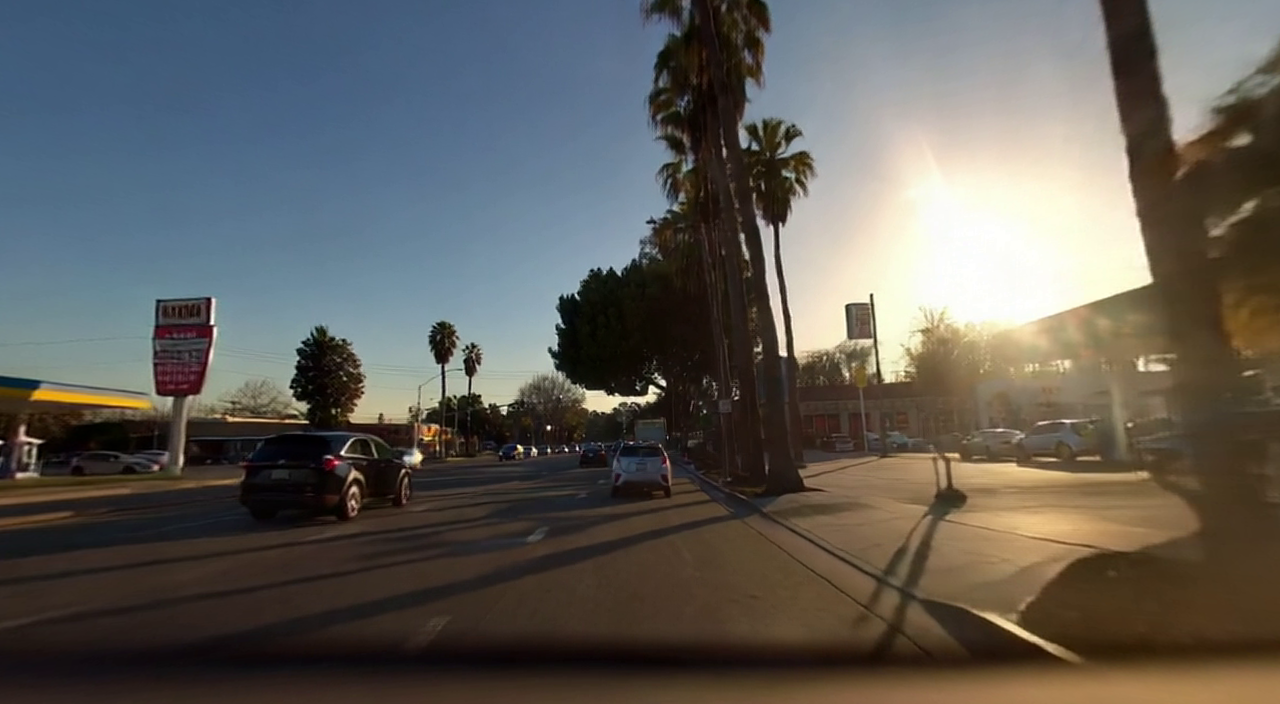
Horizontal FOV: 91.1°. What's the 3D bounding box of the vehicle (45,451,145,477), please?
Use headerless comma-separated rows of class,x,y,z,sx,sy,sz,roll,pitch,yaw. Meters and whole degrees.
vehicle,-32.563,6.665,37.661,4.056,1.453,1.865,5,-10,-27

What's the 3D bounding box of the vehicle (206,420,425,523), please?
vehicle,-6.252,2.357,12.855,2.057,1.705,4.394,0,-9,1

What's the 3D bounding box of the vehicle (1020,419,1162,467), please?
vehicle,17.044,3.485,24.064,2.009,1.630,4.436,0,-8,-2

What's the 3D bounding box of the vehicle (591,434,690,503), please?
vehicle,0.031,2.891,15.999,2.145,1.483,4.453,0,-9,0

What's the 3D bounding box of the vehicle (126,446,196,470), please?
vehicle,-35.448,7.847,46.609,1.888,1.650,4.369,0,-9,-2

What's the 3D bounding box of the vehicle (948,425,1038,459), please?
vehicle,16.772,4.360,30.113,1.902,1.502,4.395,0,-9,3
